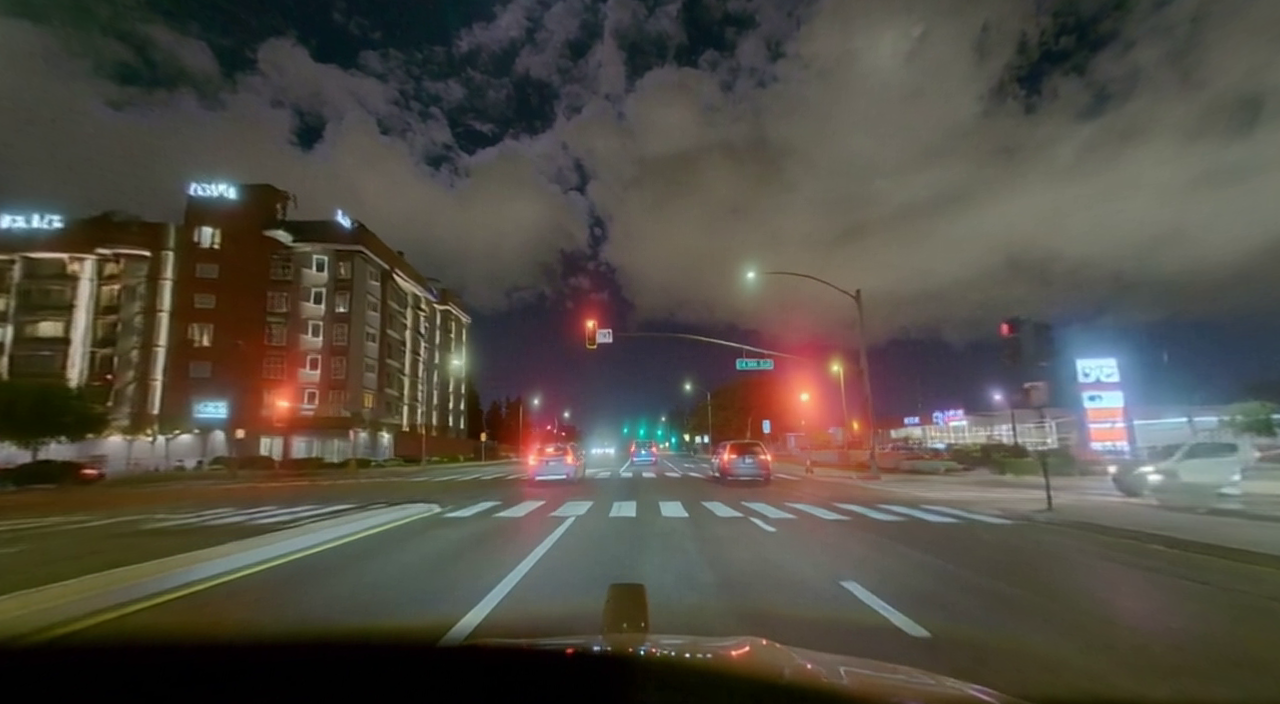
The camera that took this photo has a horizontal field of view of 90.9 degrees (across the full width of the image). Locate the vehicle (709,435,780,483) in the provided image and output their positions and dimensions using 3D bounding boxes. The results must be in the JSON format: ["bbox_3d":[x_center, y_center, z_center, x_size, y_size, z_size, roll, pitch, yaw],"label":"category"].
[{"bbox_3d":[3.806,3.965,23.588,1.987,1.637,3.896,0,-9,0],"label":"vehicle"}]

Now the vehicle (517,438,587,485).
[{"bbox_3d":[-3.057,3.896,22.650,1.860,1.510,4.073,0,-9,1],"label":"vehicle"}]

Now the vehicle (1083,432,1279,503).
[{"bbox_3d":[15.676,3.192,17.662,4.921,1.841,1.957,0,-9,1],"label":"vehicle"}]

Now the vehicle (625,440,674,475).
[{"bbox_3d":[0.422,4.873,29.334,2.103,1.468,4.094,0,-9,0],"label":"vehicle"}]

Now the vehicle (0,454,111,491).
[{"bbox_3d":[-26.580,5.279,27.780,4.604,1.491,2.125,0,-9,0],"label":"vehicle"}]
